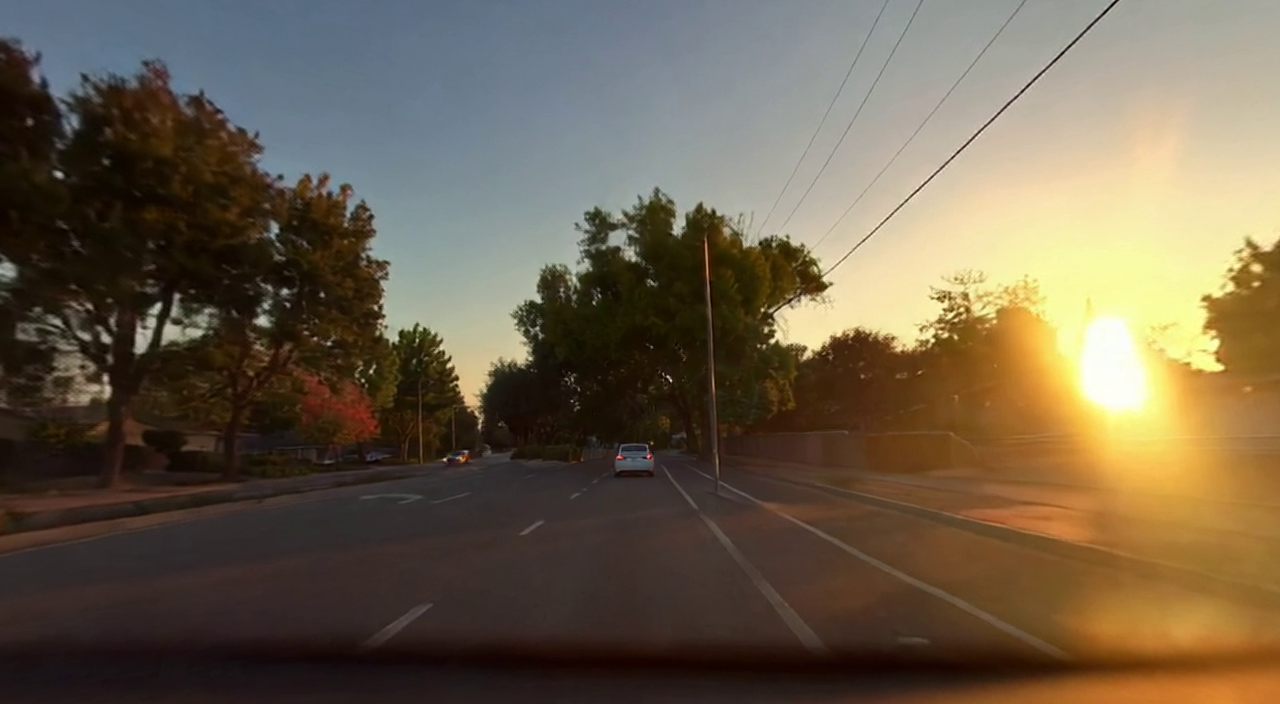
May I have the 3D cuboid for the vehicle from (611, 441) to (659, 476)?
[{"bbox_3d":[-0.207,4.821,28.664,2.009,1.456,4.003,-1,-9,0],"label":"vehicle"}]
